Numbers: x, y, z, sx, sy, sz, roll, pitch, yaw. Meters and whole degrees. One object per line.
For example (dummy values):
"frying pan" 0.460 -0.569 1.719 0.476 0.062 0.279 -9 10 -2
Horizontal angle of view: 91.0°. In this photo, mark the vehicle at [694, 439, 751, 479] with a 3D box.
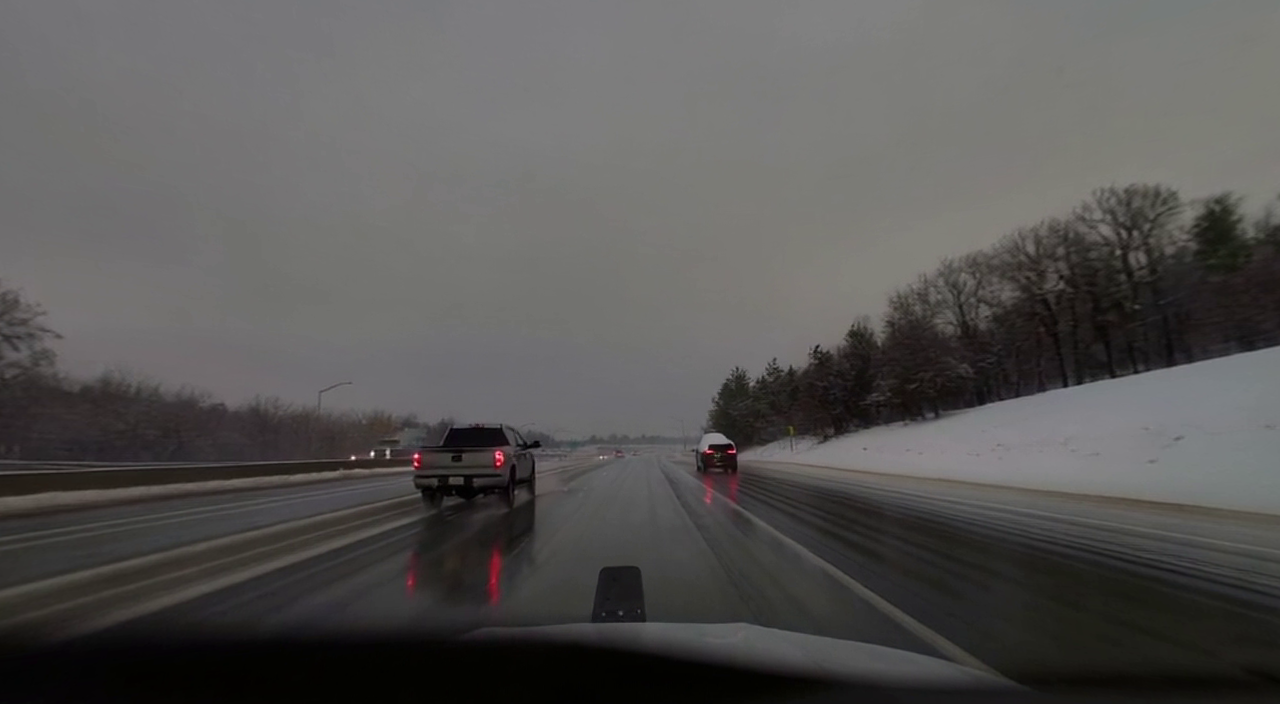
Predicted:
"vehicle" 3.687 4.877 29.005 2.095 1.668 4.135 0 -9 0

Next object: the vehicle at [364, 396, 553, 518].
"vehicle" -3.748 2.399 14.718 2.496 2.203 6.317 0 -9 0
